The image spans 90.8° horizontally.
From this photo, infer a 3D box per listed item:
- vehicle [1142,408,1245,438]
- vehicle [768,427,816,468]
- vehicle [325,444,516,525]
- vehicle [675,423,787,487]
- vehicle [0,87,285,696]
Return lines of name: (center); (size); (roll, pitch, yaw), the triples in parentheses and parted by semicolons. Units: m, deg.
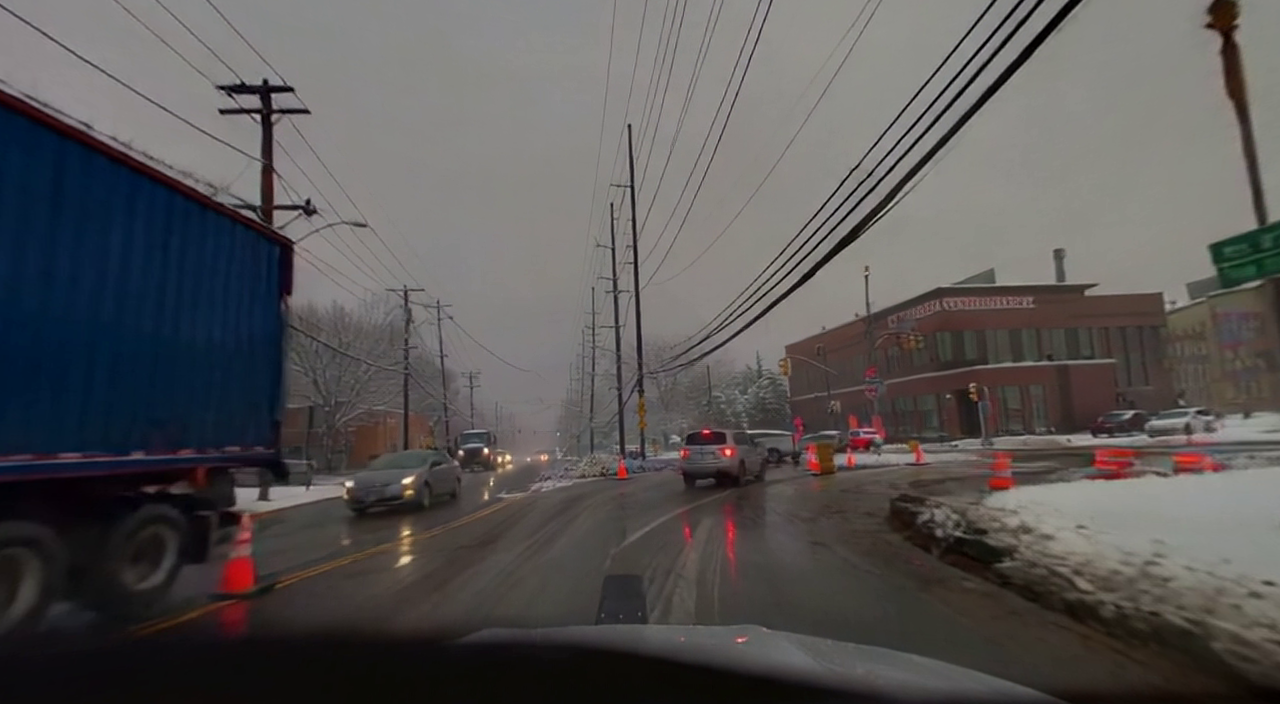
vehicle: (35.912, 4.686, 41.114); (1.922, 1.704, 4.550); (4, -10, -33)
vehicle: (8.085, 5.015, 33.235); (2.206, 1.911, 5.548); (-3, -9, 15)
vehicle: (-4.767, 2.938, 14.691); (2.103, 1.526, 4.743); (-2, -9, 10)
vehicle: (3.232, 3.442, 21.378); (2.256, 1.859, 5.118); (-5, -9, 25)
vehicle: (-5.689, -0.151, 1.304); (3.007, 3.800, 11.011); (-1, -9, 3)
